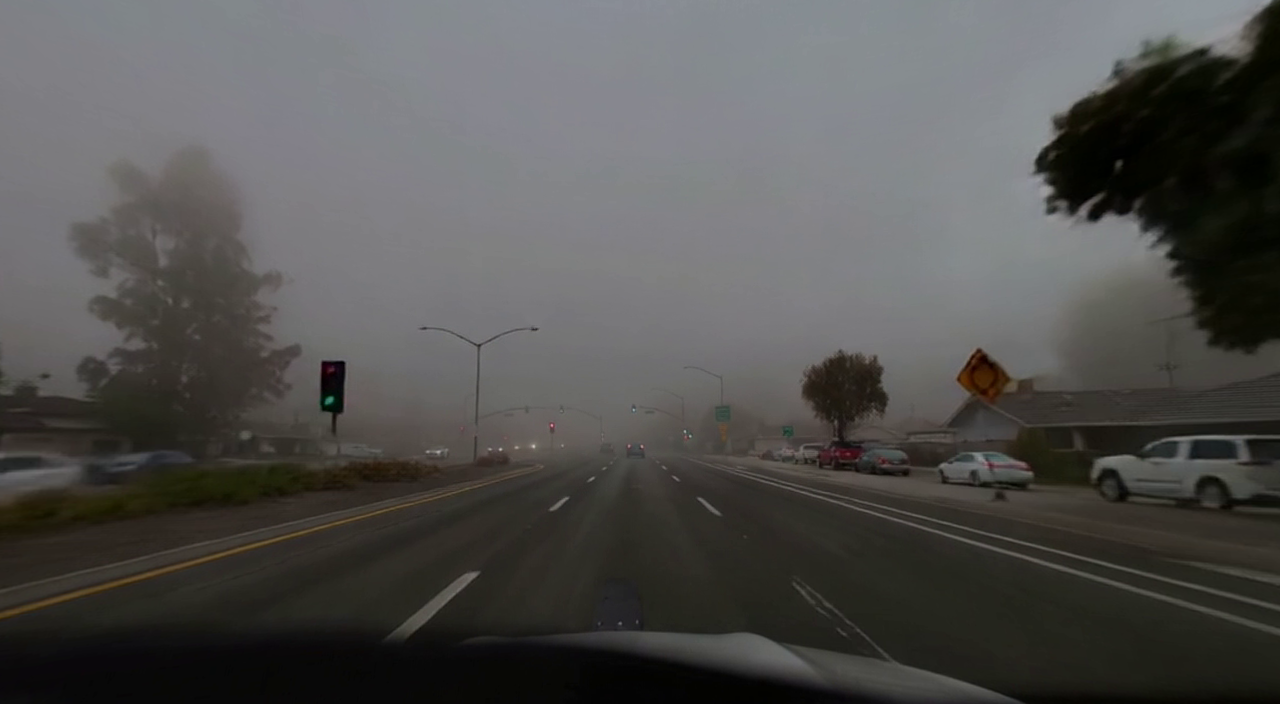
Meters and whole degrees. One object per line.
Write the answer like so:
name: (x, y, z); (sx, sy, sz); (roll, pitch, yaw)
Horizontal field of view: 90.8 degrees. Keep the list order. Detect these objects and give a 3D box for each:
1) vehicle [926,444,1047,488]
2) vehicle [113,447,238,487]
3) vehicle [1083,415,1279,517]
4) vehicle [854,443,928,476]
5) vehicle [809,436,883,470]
vehicle: (12.715, 4.177, 23.615); (1.916, 1.452, 4.651); (0, -8, 1)
vehicle: (-19.129, 4.738, 26.315); (1.815, 1.468, 4.398); (0, -8, 1)
vehicle: (13.122, 2.484, 14.197); (2.047, 1.950, 5.112); (1, -8, -9)
vehicle: (12.339, 5.321, 31.380); (1.836, 1.448, 4.624); (-1, -9, 1)
vehicle: (12.506, 6.246, 38.907); (2.386, 1.919, 6.109); (-1, -9, -1)
